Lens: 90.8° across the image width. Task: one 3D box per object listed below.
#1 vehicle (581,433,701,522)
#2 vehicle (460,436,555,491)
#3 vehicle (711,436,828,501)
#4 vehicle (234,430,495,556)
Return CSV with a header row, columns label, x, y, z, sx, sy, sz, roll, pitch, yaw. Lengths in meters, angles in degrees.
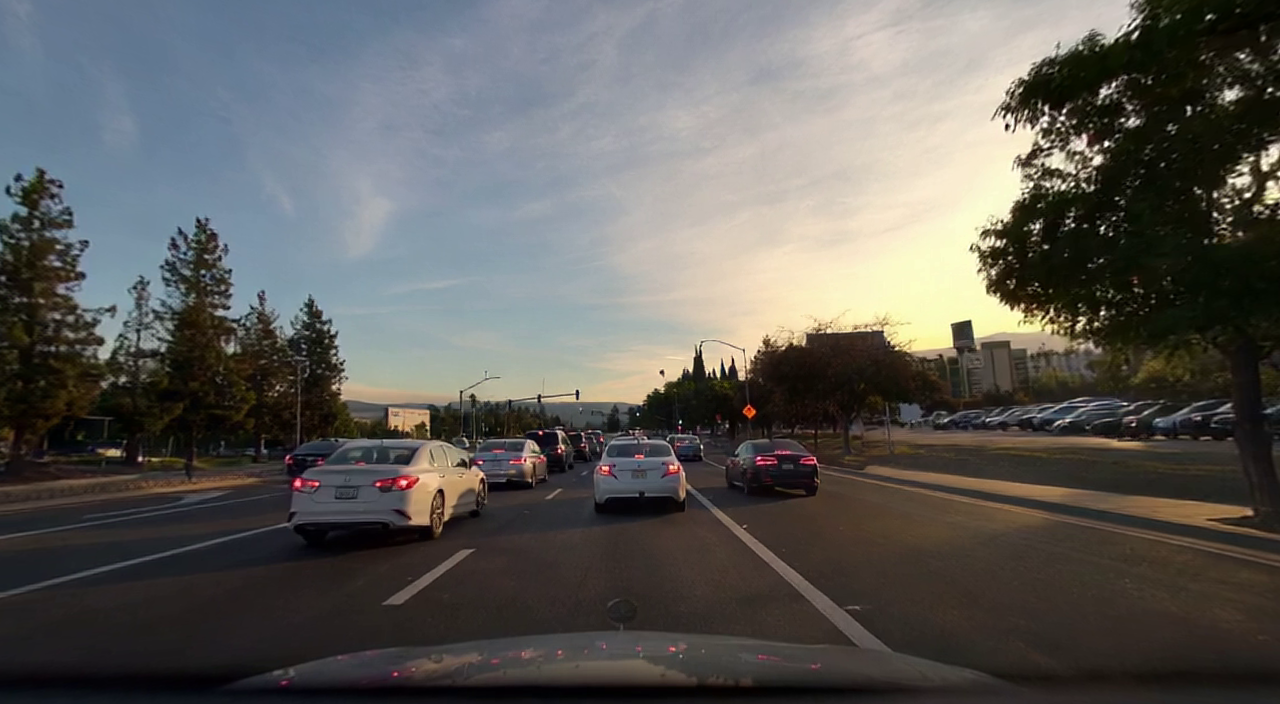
label,x,y,z,sx,sy,sz,roll,pitch,yaw
vehicle,-0.052,2.411,12.686,2.007,1.467,4.059,0,-8,-2
vehicle,-3.875,3.336,19.250,1.985,1.467,4.224,0,-8,0
vehicle,3.188,2.975,16.570,1.978,1.452,4.381,0,-8,-3
vehicle,-3.758,1.989,9.684,2.052,1.475,4.341,0,-8,0
